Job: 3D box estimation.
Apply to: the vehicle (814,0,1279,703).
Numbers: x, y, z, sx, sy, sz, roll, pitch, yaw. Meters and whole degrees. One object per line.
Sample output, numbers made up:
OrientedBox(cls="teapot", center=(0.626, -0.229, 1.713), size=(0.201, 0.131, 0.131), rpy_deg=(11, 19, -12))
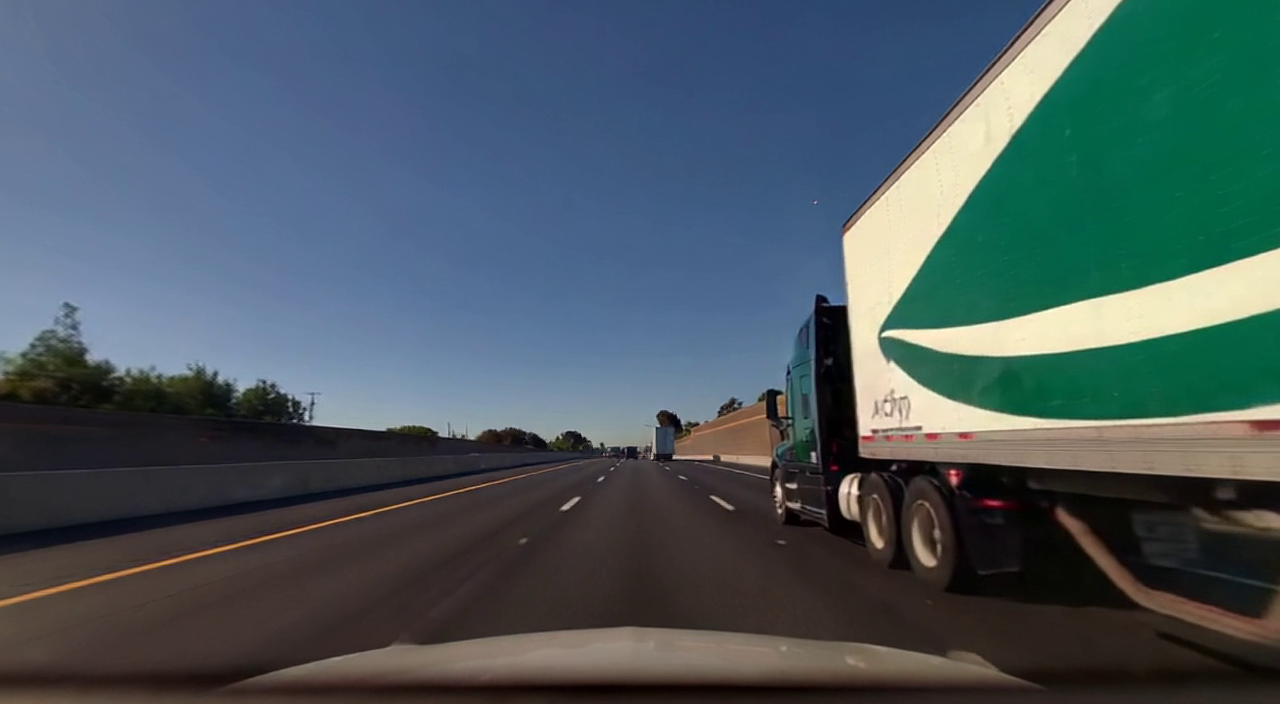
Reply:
OrientedBox(cls="vehicle", center=(4.063, -0.546, 0.726), size=(2.928, 4.021, 17.190), rpy_deg=(0, -9, 0))
